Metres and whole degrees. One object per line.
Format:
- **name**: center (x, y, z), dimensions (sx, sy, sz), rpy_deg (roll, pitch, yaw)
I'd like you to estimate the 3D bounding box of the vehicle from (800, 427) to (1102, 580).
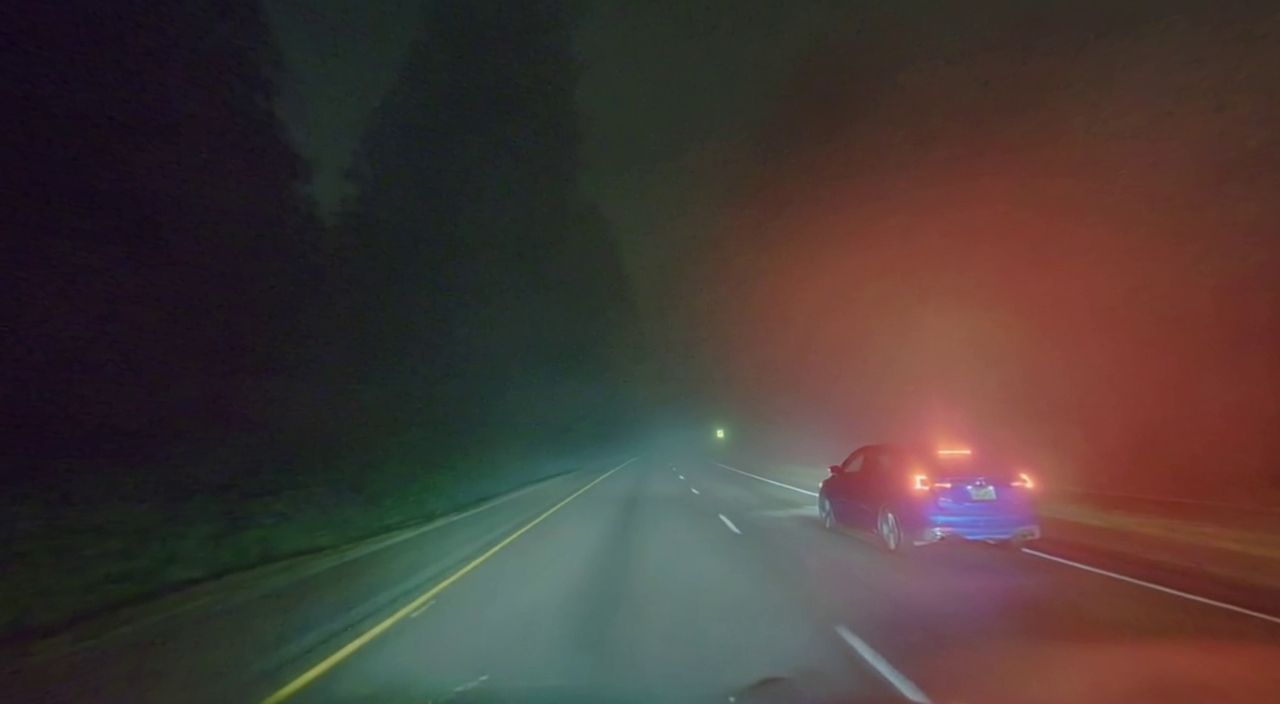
- **vehicle**: center (3.662, 1.832, 8.450), dimensions (1.997, 1.515, 4.025), rpy_deg (-1, -8, 1)
